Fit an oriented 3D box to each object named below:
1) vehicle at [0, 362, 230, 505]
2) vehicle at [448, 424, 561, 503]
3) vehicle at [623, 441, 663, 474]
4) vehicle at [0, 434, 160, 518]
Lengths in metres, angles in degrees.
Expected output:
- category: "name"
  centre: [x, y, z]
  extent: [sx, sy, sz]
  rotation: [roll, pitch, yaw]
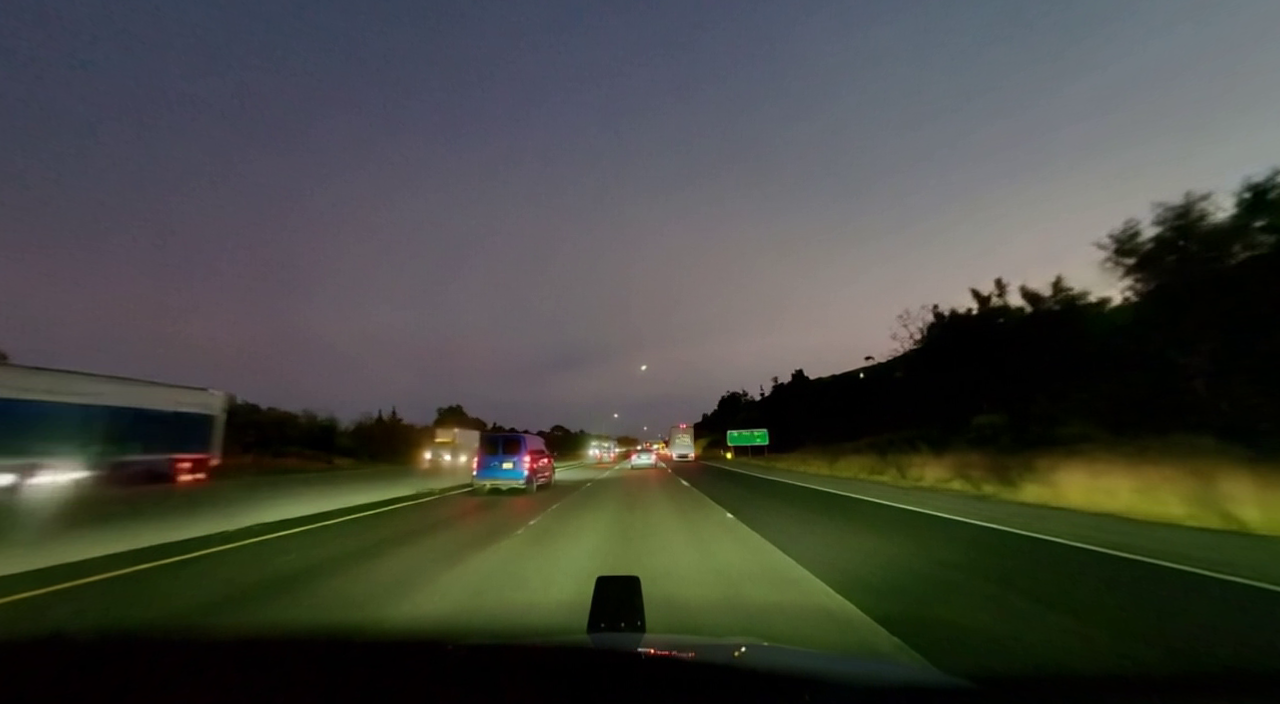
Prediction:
- category: "vehicle"
  centre: [-19.828, 2.749, 20.674]
  extent: [2.991, 4.059, 14.361]
  rotation: [0, -9, 0]
- category: "vehicle"
  centre: [-3.794, 3.254, 18.705]
  extent: [2.167, 1.991, 5.062]
  rotation: [0, -9, 1]
- category: "vehicle"
  centre: [0.171, 6.255, 37.405]
  extent: [2.209, 1.825, 4.036]
  rotation: [0, -9, 0]
- category: "vehicle"
  centre: [-15.061, 3.076, 16.100]
  extent: [1.871, 1.823, 4.704]
  rotation: [0, -9, -1]
